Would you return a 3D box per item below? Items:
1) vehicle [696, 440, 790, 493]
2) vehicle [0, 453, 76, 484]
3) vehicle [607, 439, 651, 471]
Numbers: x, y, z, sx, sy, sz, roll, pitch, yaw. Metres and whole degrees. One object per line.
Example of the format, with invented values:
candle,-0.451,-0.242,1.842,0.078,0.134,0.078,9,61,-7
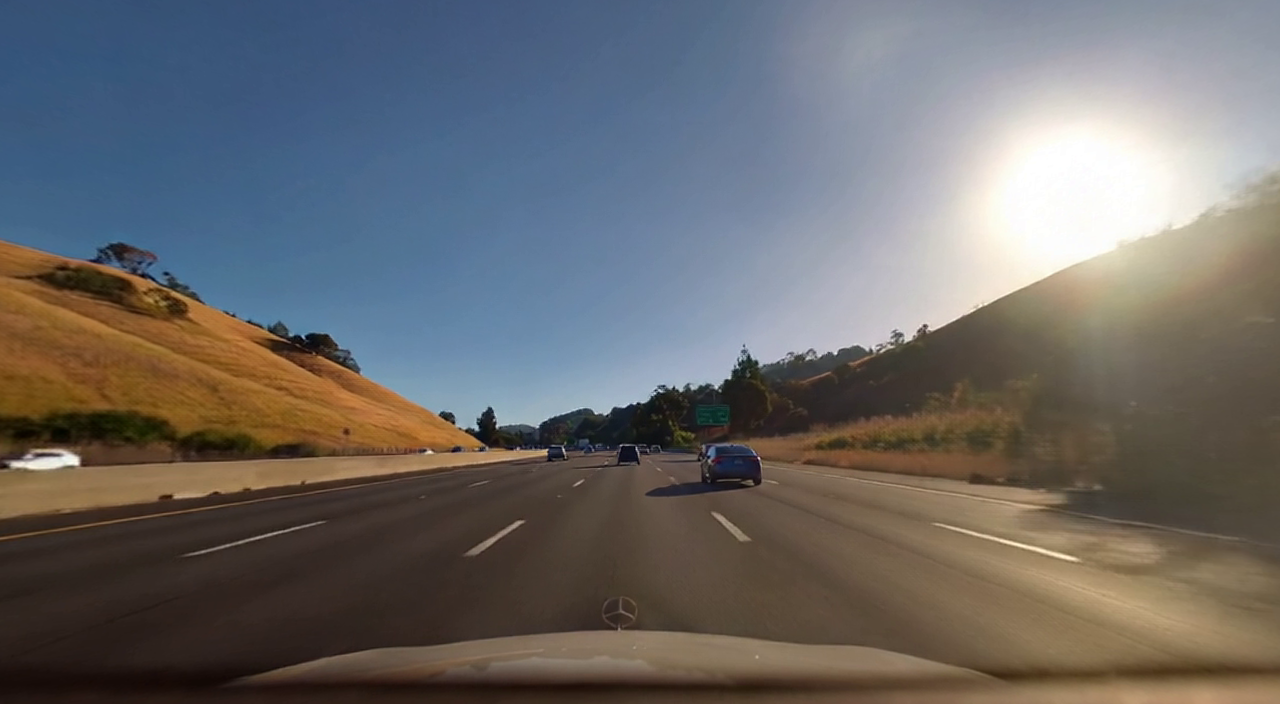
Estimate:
vehicle,3.162,3.639,20.519,2.120,1.492,4.734,0,-8,-2
vehicle,-36.457,6.799,37.117,2.014,1.547,4.971,1,-8,1
vehicle,-0.605,5.644,34.806,2.277,1.675,4.023,0,-8,0
